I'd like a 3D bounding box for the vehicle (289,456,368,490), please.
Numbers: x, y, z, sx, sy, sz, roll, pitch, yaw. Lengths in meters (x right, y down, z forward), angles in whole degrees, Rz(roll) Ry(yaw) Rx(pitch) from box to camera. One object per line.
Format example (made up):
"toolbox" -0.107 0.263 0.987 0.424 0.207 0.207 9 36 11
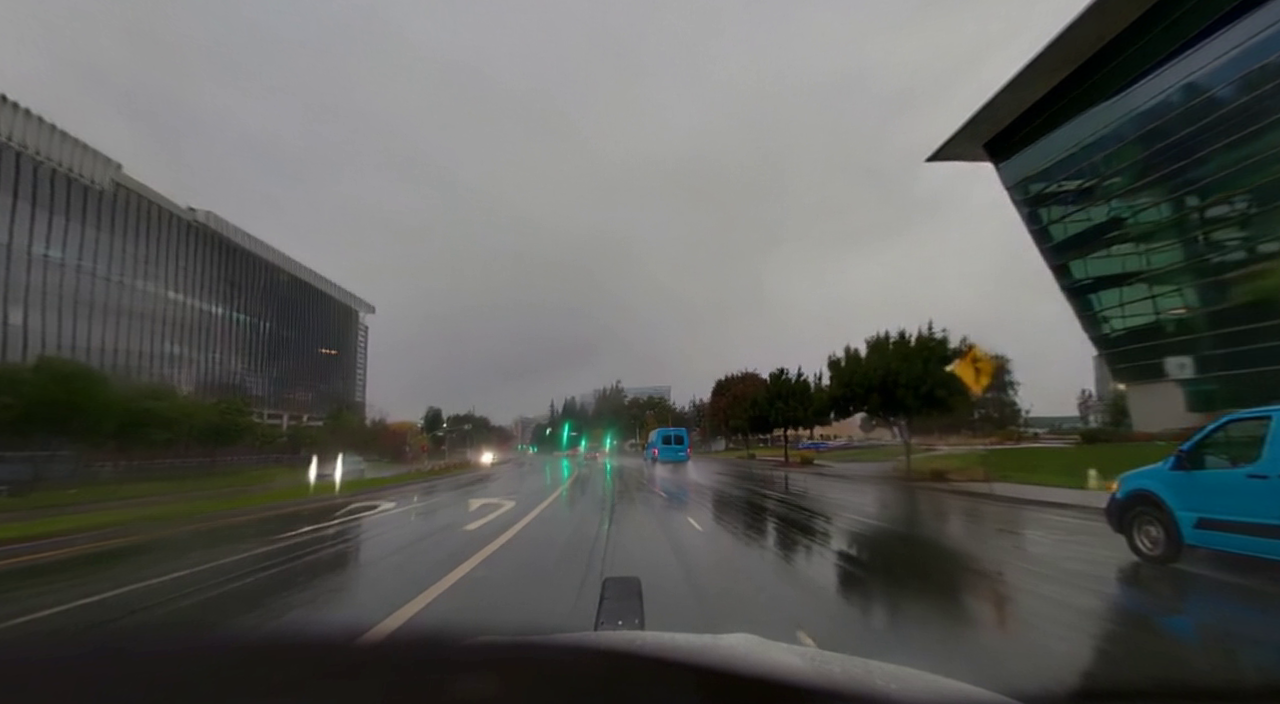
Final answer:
"vehicle" -15.422 5.963 31.413 1.893 1.447 4.581 0 -8 -4

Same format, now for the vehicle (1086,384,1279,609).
"vehicle" 5.958 1.077 4.641 1.992 1.726 4.434 0 -9 -1

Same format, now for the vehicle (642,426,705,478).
"vehicle" 1.475 4.759 30.195 2.339 2.244 4.817 0 -9 -5
